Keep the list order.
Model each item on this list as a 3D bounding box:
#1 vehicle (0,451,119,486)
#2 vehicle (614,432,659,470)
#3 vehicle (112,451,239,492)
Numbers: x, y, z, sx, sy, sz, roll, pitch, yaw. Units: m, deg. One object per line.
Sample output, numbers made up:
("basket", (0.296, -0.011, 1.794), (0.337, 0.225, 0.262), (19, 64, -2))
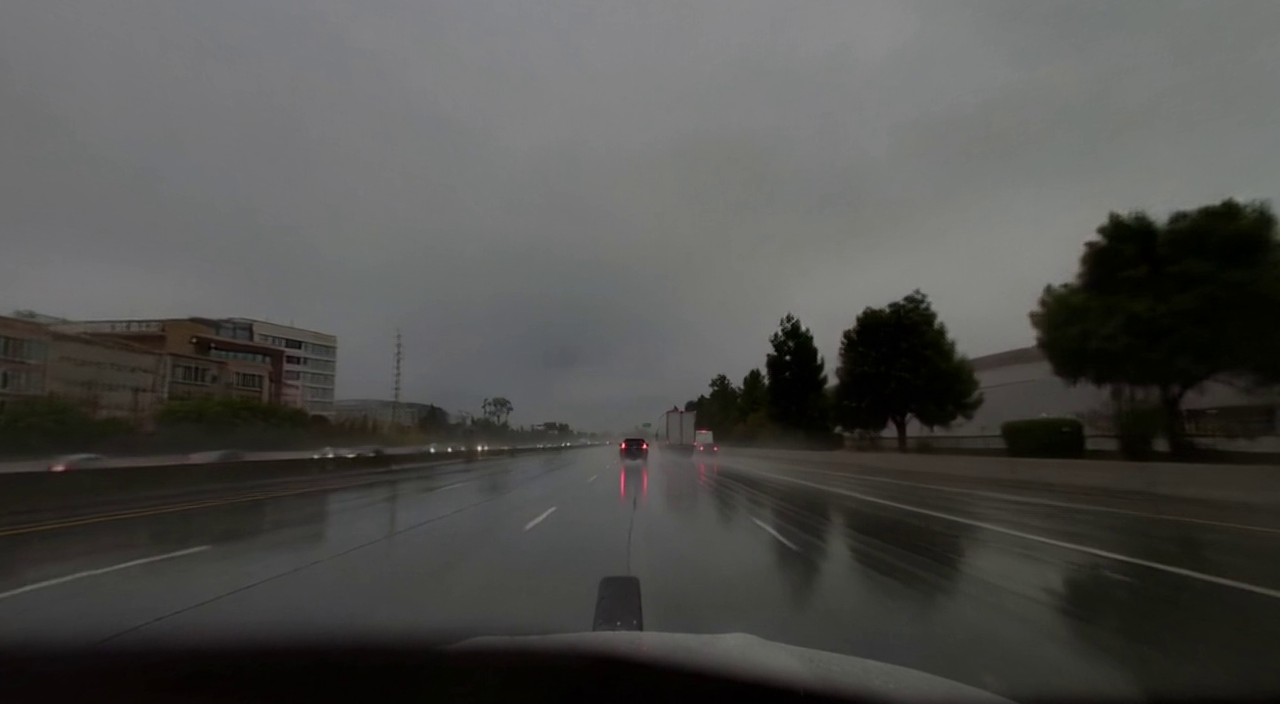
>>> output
("vehicle", (-29.742, 5.958, 32.606), (1.904, 1.592, 4.520), (0, -8, -1))
("vehicle", (-0.230, 5.414, 34.639), (2.297, 1.912, 4.355), (0, -8, -1))
("vehicle", (-18.400, 4.717, 25.309), (1.898, 1.438, 4.179), (0, -8, 1))
